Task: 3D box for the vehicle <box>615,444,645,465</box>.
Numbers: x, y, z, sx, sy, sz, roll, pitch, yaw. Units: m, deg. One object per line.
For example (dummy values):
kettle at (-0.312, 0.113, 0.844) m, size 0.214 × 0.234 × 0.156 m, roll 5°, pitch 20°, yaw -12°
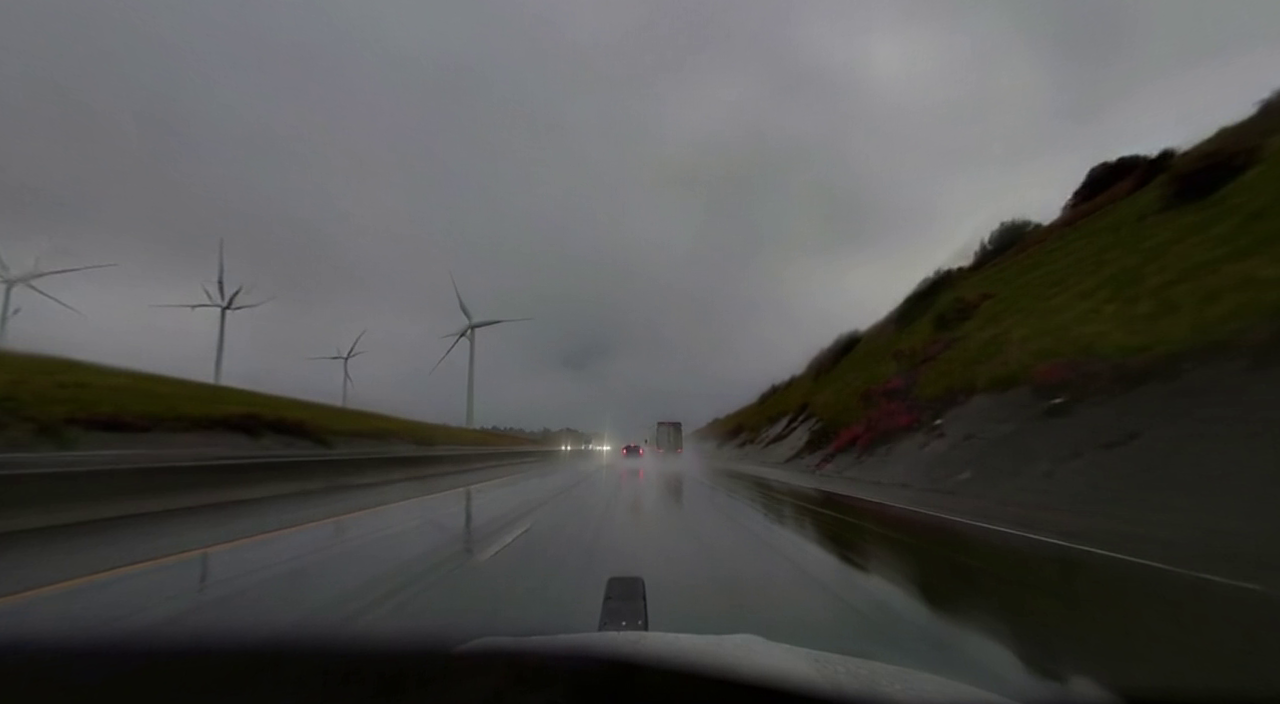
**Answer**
vehicle at (-0.767, 7.702, 47.506) m, size 2.209 × 1.453 × 3.695 m, roll 0°, pitch -9°, yaw -1°
